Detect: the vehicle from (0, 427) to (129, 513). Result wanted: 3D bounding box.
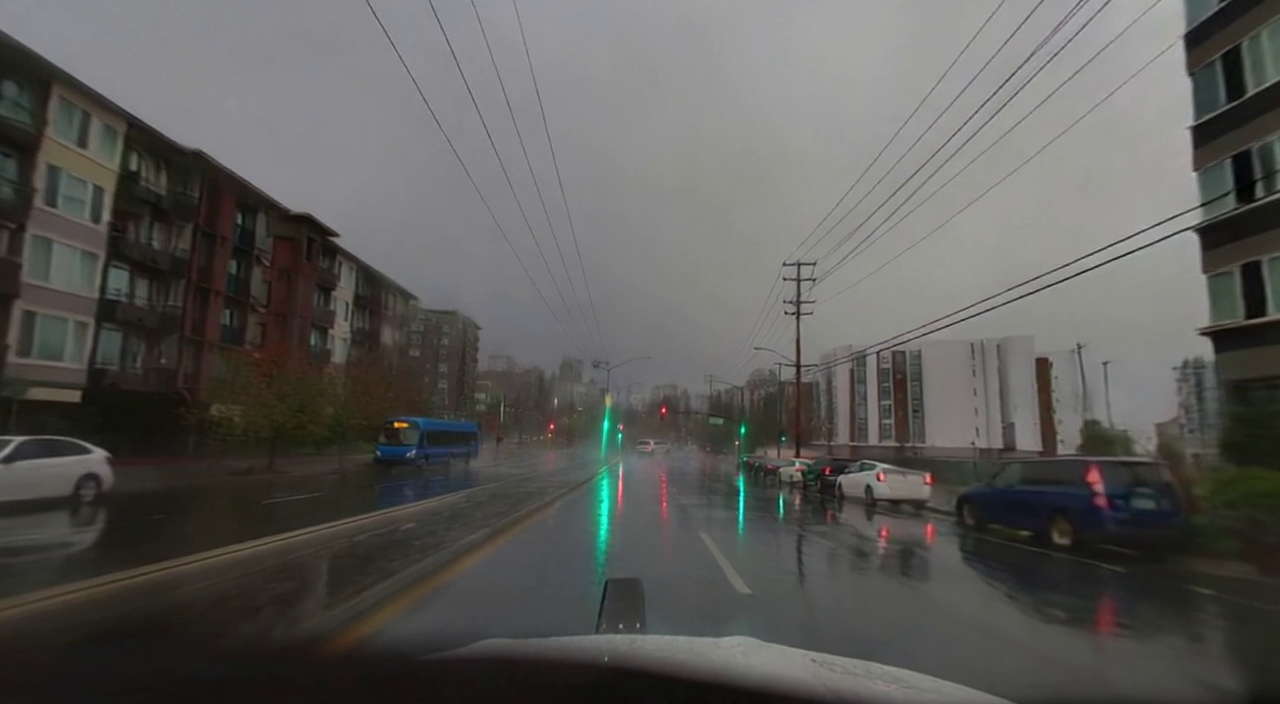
[{"bbox_3d":[-14.470,2.618,14.167,2.107,1.771,4.871,0,-9,-3],"label":"vehicle"}]

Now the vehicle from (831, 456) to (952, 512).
[{"bbox_3d":[7.862,4.144,20.336,1.997,1.517,4.755,0,-9,1],"label":"vehicle"}]

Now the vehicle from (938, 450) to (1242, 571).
[{"bbox_3d":[7.759,2.703,11.739,2.143,1.731,4.781,0,-9,1],"label":"vehicle"}]

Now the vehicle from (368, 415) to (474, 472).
[{"bbox_3d":[-14.050,6.054,41.745,3.060,3.307,9.997,0,-9,2],"label":"vehicle"}]
